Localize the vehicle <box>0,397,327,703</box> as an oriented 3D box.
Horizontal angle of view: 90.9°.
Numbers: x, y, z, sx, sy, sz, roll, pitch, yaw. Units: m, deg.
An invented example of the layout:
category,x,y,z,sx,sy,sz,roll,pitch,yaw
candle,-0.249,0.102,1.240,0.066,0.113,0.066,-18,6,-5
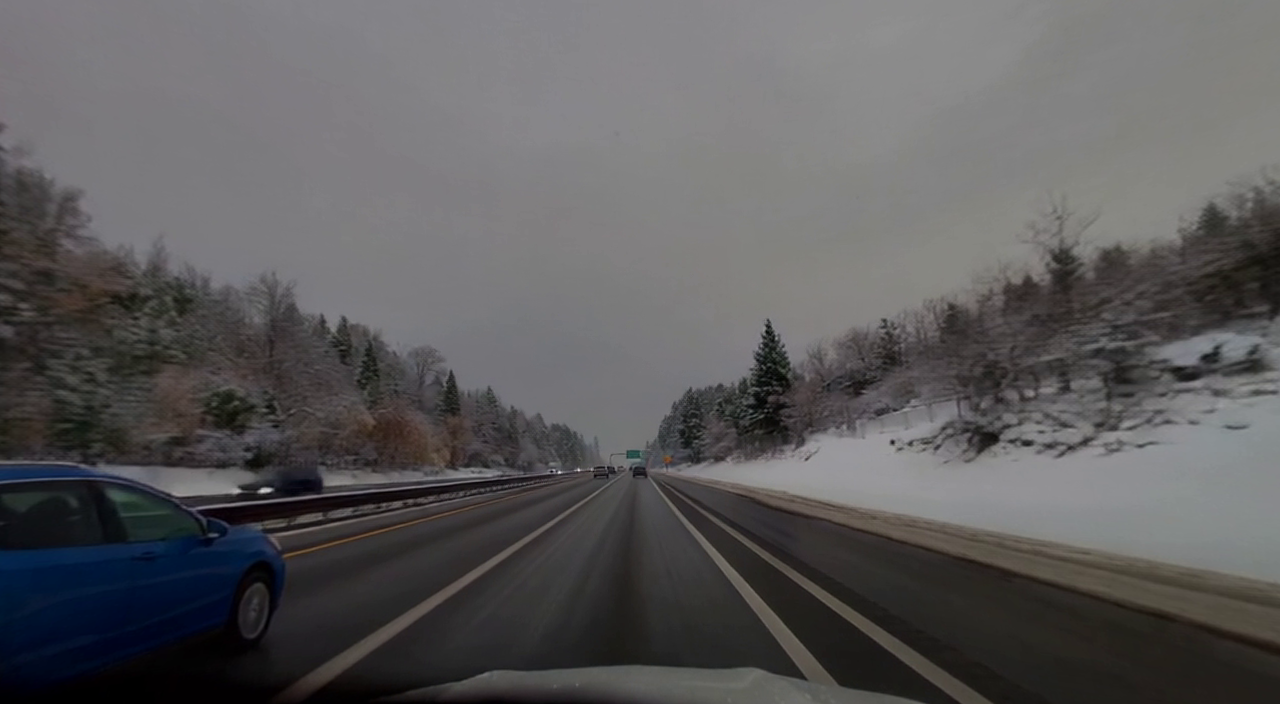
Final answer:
category,x,y,z,sx,sy,sz,roll,pitch,yaw
vehicle,-3.551,1.025,2.997,2.017,1.516,4.041,1,-11,0
